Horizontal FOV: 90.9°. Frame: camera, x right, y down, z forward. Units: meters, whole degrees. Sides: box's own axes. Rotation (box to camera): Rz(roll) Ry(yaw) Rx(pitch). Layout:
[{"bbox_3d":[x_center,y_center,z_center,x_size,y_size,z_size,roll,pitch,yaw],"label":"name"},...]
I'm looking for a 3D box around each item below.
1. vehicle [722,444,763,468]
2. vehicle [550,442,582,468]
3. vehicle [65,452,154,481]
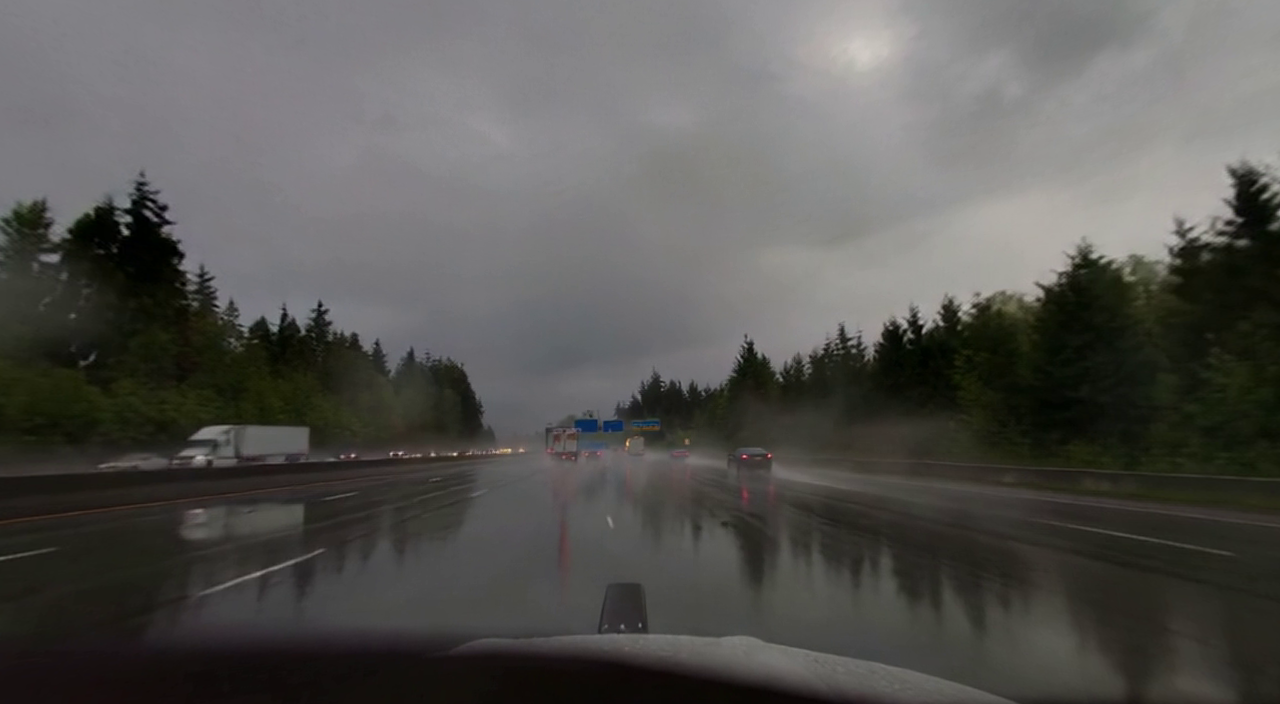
[{"bbox_3d":[7.281,7.457,45.179,1.989,1.591,4.348,0,-9,-4],"label":"vehicle"},{"bbox_3d":[-5.419,7.628,46.738,2.167,1.847,4.097,0,-9,-5],"label":"vehicle"},{"bbox_3d":[-31.135,6.713,37.138,1.827,1.563,4.222,1,-9,-6],"label":"vehicle"}]
